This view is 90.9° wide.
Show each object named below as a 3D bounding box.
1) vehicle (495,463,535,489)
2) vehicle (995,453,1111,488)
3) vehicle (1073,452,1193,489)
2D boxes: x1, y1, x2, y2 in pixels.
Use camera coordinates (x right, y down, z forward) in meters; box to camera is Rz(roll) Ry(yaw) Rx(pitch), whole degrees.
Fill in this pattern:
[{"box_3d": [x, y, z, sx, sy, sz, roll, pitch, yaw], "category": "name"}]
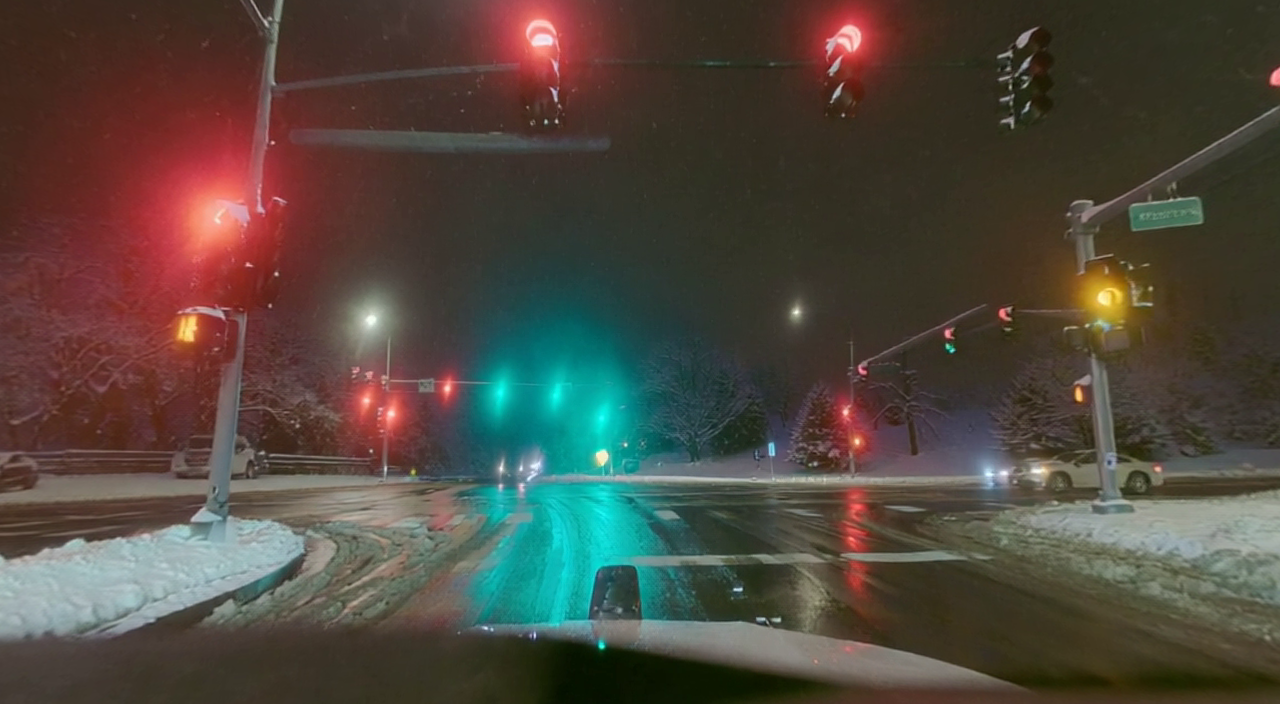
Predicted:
[{"box_3d": [-8.999, 8.946, 45.687, 2.045, 1.608, 3.709, 0, -8, 1], "category": "vehicle"}, {"box_3d": [21.215, 6.130, 32.470, 4.455, 1.647, 2.124, 1, -12, -6], "category": "vehicle"}, {"box_3d": [22.727, 5.448, 29.124, 3.998, 1.590, 1.936, 1, -10, -6], "category": "vehicle"}]
